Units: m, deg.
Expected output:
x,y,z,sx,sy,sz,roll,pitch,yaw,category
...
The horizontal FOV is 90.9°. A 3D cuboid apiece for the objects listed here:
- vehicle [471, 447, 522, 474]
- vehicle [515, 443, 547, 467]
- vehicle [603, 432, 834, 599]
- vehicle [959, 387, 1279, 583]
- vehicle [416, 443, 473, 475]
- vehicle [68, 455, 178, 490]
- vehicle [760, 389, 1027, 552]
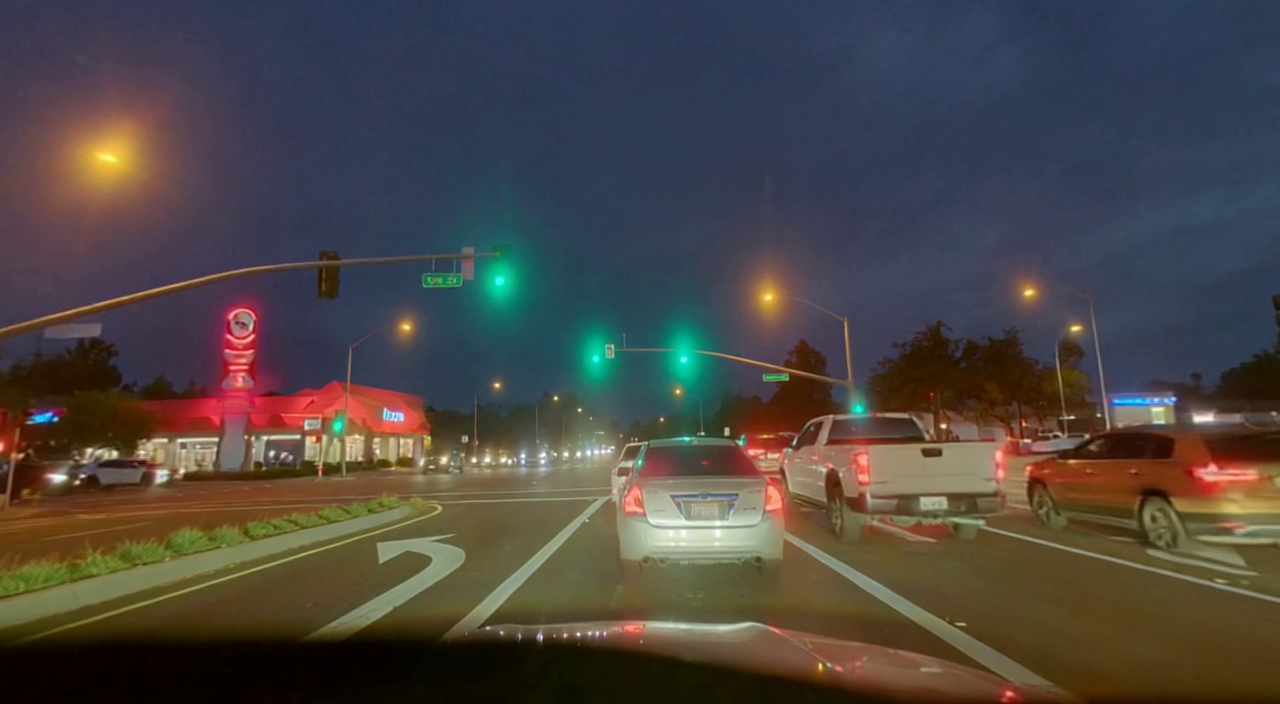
x,y,z,sx,sy,sz,roll,pitch,yaw,category
-8.304,6.319,36.899,2.002,1.469,4.301,0,-8,-1,vehicle
-8.553,8.087,49.740,1.904,1.789,4.021,0,-8,-1,vehicle
0.610,1.716,7.494,2.038,1.447,3.756,0,-8,-3,vehicle
7.270,1.756,9.234,2.323,2.009,5.266,0,-8,-1,vehicle
-11.940,6.531,38.842,1.991,1.844,4.393,0,-8,1,vehicle
-29.085,6.739,35.562,4.789,1.828,2.025,-2,-9,10,vehicle
3.834,1.941,10.992,2.358,2.116,5.328,0,-8,-1,vehicle
